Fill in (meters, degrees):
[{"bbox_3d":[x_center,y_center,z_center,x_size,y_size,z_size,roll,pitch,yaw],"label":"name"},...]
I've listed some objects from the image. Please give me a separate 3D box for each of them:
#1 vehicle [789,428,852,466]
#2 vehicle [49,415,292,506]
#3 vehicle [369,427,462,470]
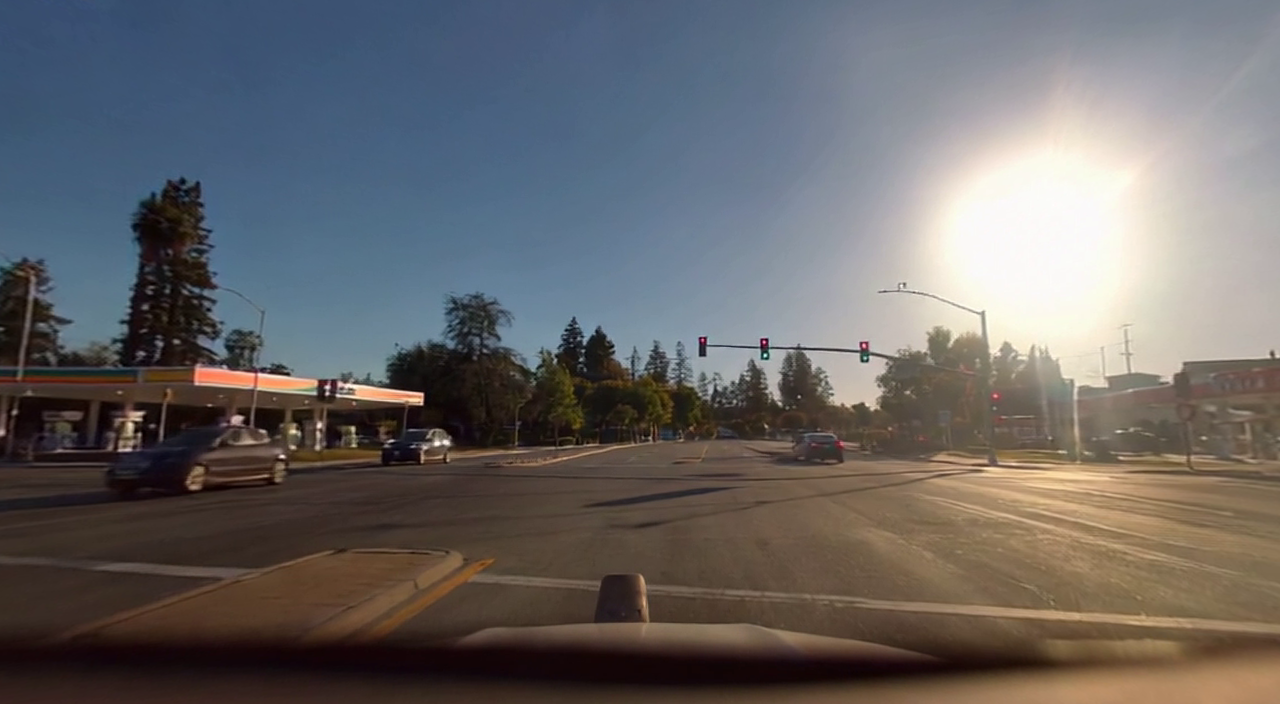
[{"bbox_3d":[8.706,4.653,30.670,2.090,1.717,4.063,0,-8,4],"label":"vehicle"},{"bbox_3d":[-10.993,2.581,15.276,2.112,1.853,4.516,-1,-9,5],"label":"vehicle"},{"bbox_3d":[-10.072,4.392,28.587,2.090,1.779,4.697,-1,-9,6],"label":"vehicle"}]
